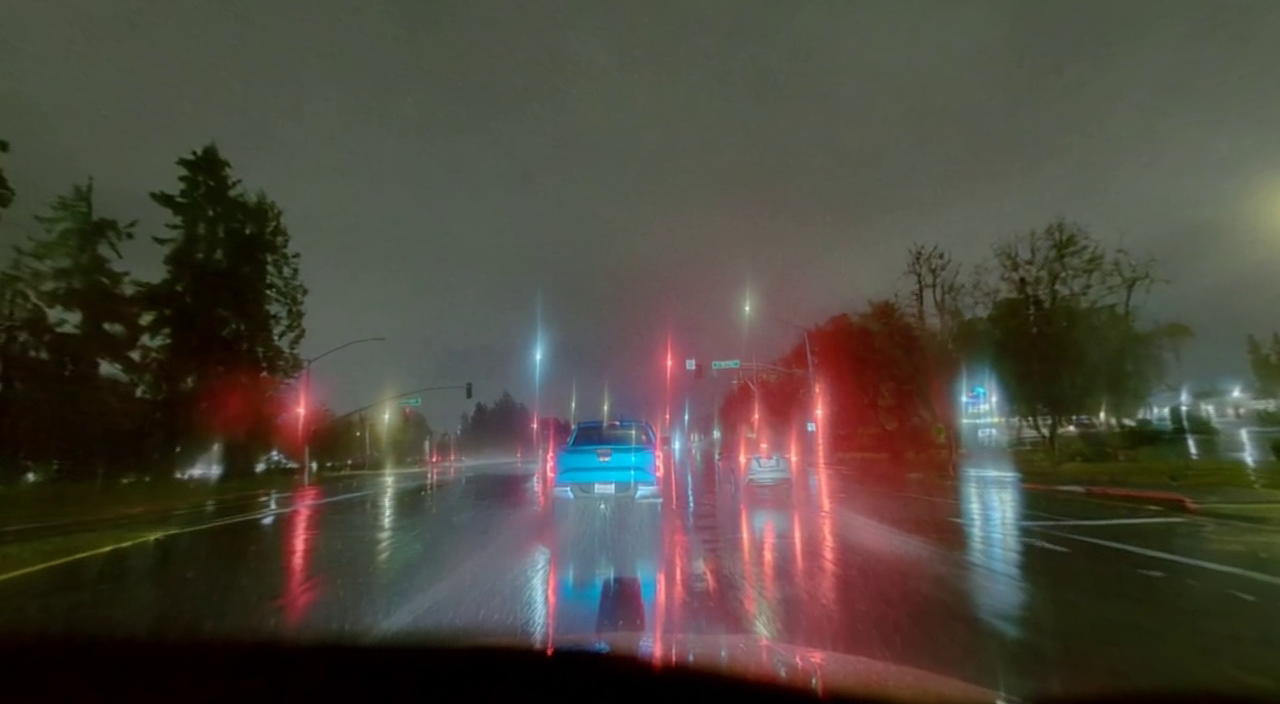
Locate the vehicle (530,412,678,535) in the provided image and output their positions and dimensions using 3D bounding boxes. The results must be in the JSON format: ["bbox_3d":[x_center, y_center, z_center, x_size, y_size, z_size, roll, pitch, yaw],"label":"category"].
[{"bbox_3d":[-0.531,2.112,11.608,2.145,1.762,4.731,0,-8,0],"label":"vehicle"}]

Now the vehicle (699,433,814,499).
[{"bbox_3d":[2.866,2.930,16.659,2.073,1.484,4.437,0,-8,-1],"label":"vehicle"}]
